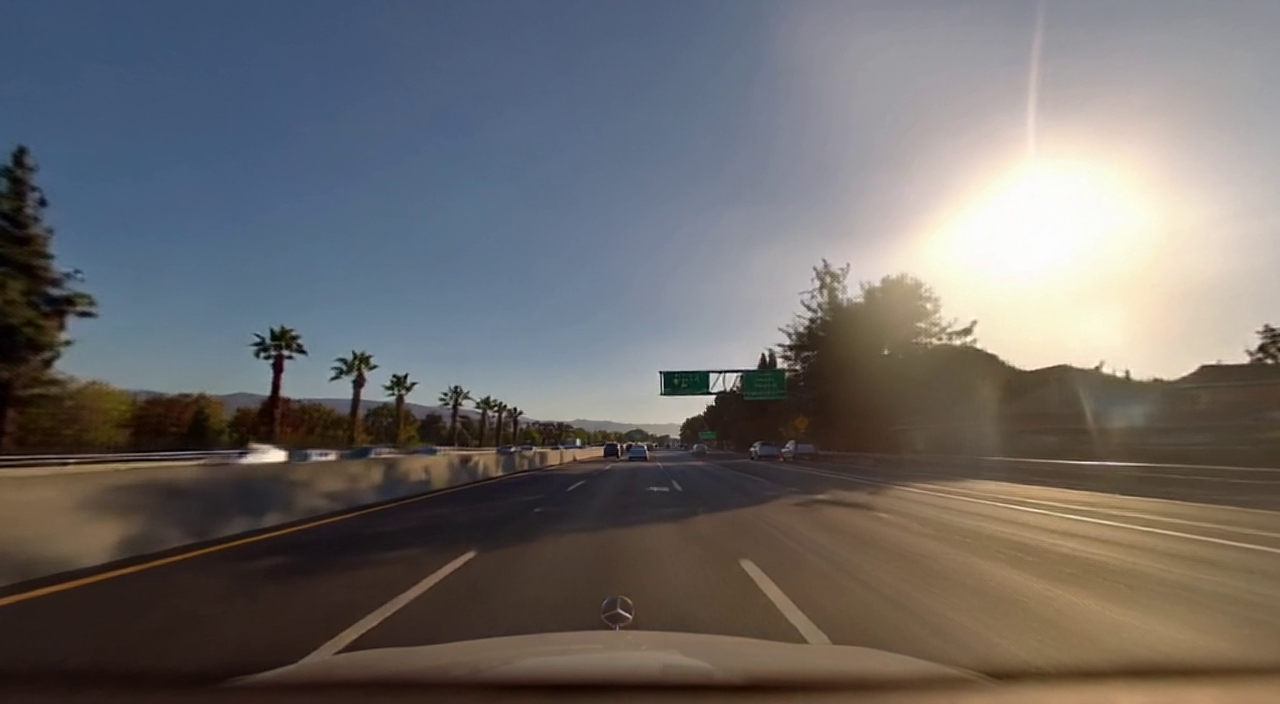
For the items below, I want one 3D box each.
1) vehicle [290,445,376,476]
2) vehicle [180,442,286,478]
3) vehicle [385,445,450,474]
[{"bbox_3d":[-15.733,5.547,32.671,2.018,1.481,4.665,0,-8,1],"label":"vehicle"},{"bbox_3d":[-19.530,5.159,30.584,2.094,1.592,4.528,0,-8,0],"label":"vehicle"},{"bbox_3d":[-12.259,5.919,35.118,1.996,1.475,4.304,0,-8,1],"label":"vehicle"}]
